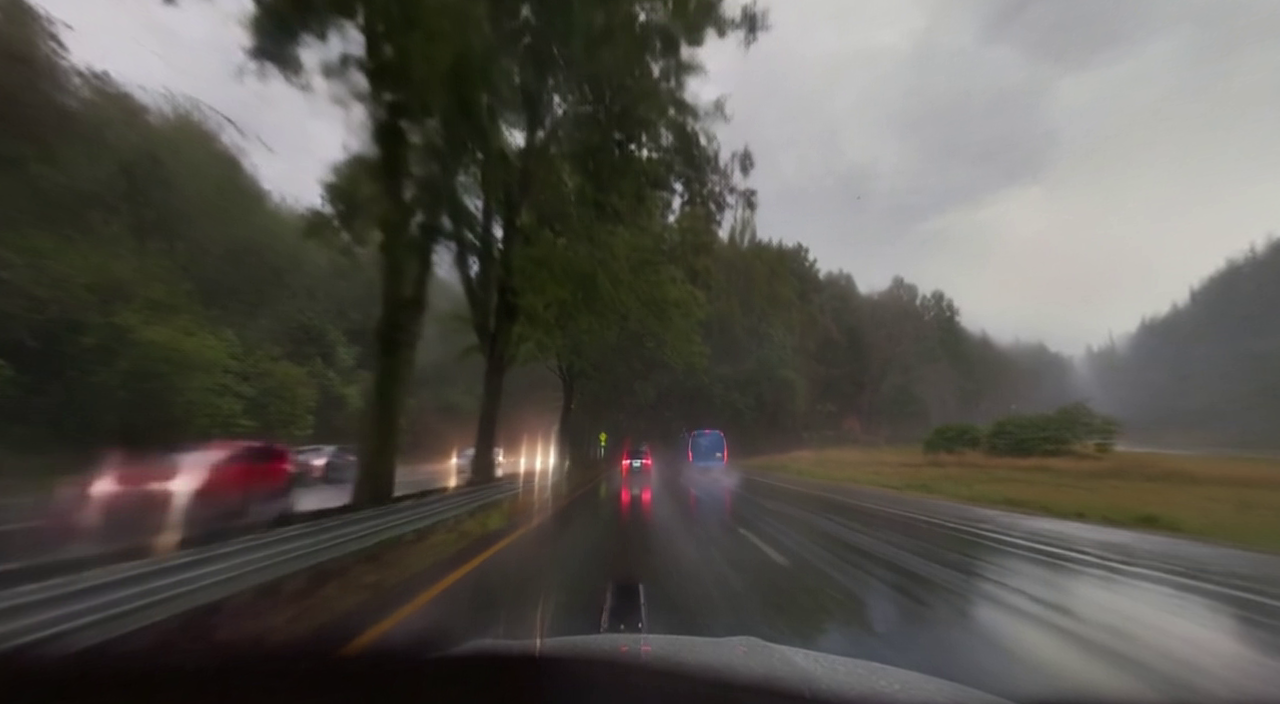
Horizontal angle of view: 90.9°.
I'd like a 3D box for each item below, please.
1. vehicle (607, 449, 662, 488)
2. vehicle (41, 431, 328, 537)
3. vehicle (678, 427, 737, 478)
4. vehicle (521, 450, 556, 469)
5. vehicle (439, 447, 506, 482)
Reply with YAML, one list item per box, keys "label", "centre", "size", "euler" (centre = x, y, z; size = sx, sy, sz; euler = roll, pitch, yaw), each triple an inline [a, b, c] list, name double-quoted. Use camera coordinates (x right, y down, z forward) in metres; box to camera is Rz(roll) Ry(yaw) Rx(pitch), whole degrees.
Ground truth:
- label: "vehicle"
  centre: [-0.224, 4.670, 25.514]
  size: [2.037, 1.417, 3.885]
  euler: [0, -9, 0]
- label: "vehicle"
  centre: [-7.365, 2.157, 10.853]
  size: [1.833, 1.444, 4.120]
  euler: [0, -9, 0]
- label: "vehicle"
  centre: [3.688, 5.656, 35.617]
  size: [2.513, 2.633, 5.930]
  euler: [0, -9, -2]
- label: "vehicle"
  centre: [-7.831, 8.280, 48.824]
  size: [1.970, 1.383, 4.178]
  euler: [0, -9, 0]
- label: "vehicle"
  centre: [-7.671, 5.166, 29.282]
  size: [1.898, 1.464, 4.386]
  euler: [0, -9, 0]
